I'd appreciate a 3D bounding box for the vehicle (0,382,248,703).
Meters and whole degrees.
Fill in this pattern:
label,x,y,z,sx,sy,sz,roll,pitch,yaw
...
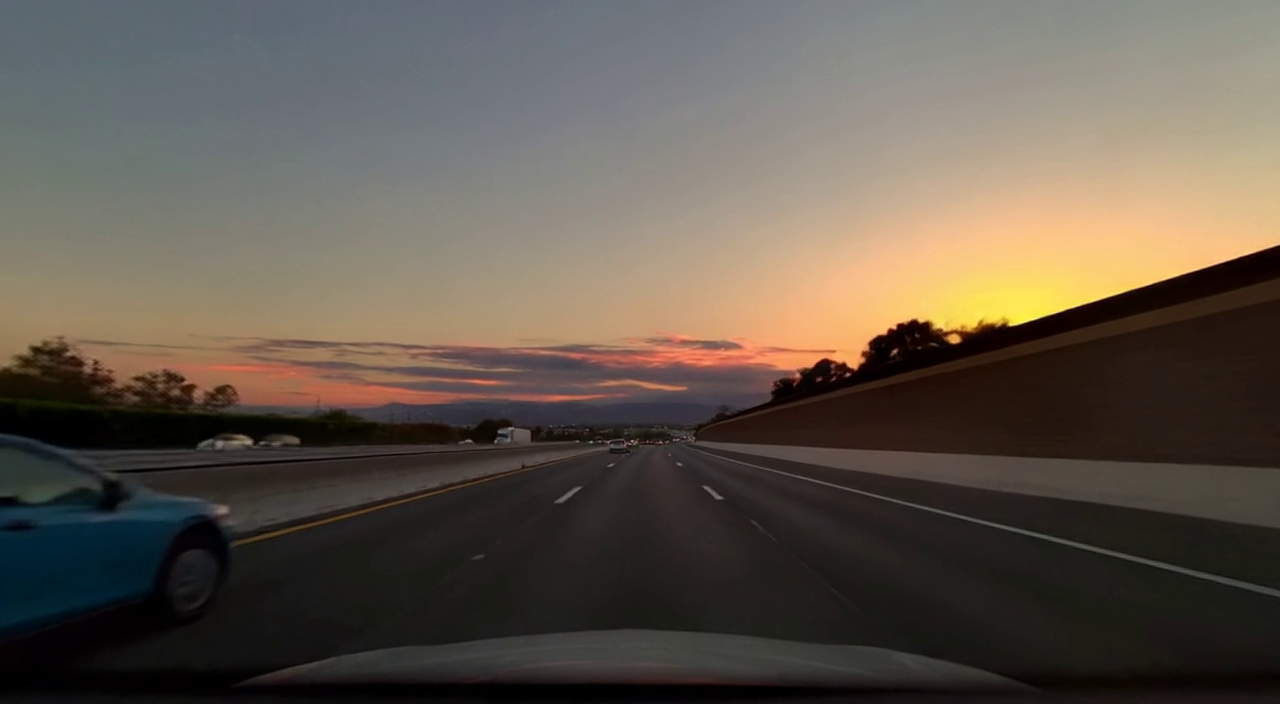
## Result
label,x,y,z,sx,sy,sz,roll,pitch,yaw
vehicle,-3.921,0.823,2.039,2.053,1.587,4.855,0,-8,2
